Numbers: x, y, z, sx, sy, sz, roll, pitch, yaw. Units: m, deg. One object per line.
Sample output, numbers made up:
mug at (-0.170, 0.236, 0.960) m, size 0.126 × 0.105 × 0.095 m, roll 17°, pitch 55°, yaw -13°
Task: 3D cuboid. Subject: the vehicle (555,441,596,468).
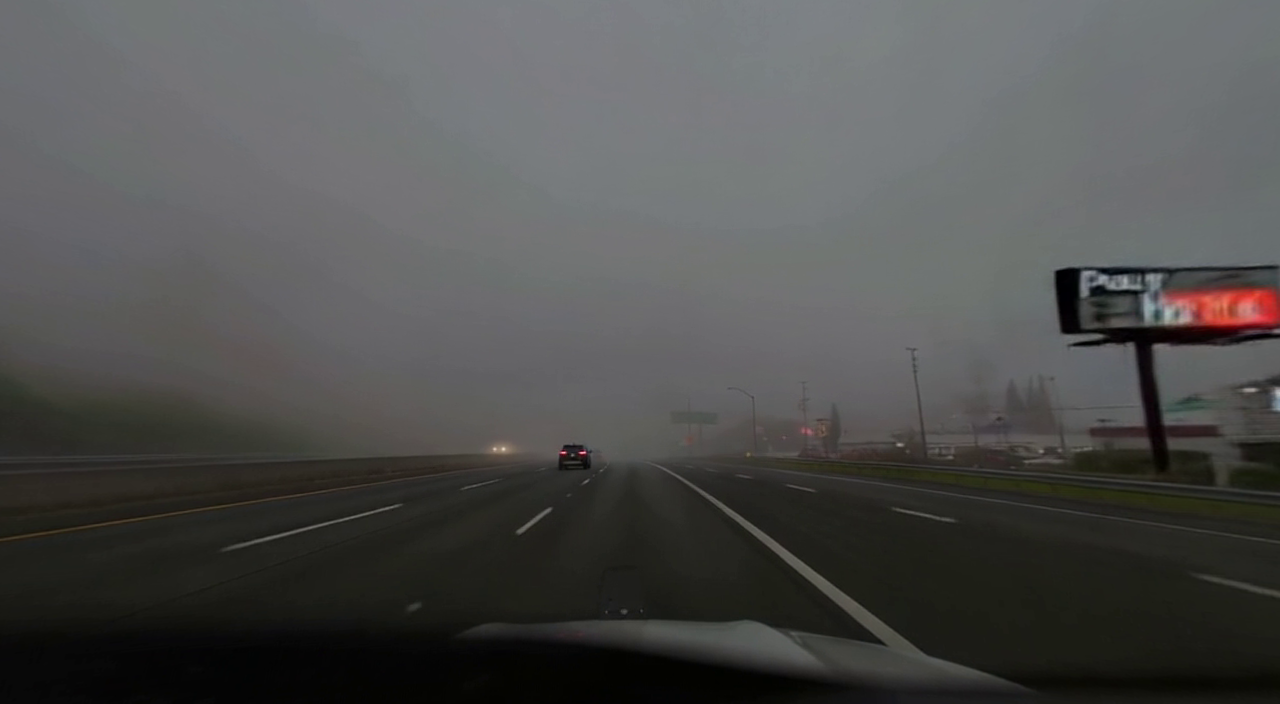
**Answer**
vehicle at (-4.327, 6.964, 43.232) m, size 2.236 × 1.736 × 5.585 m, roll 0°, pitch -8°, yaw 0°
